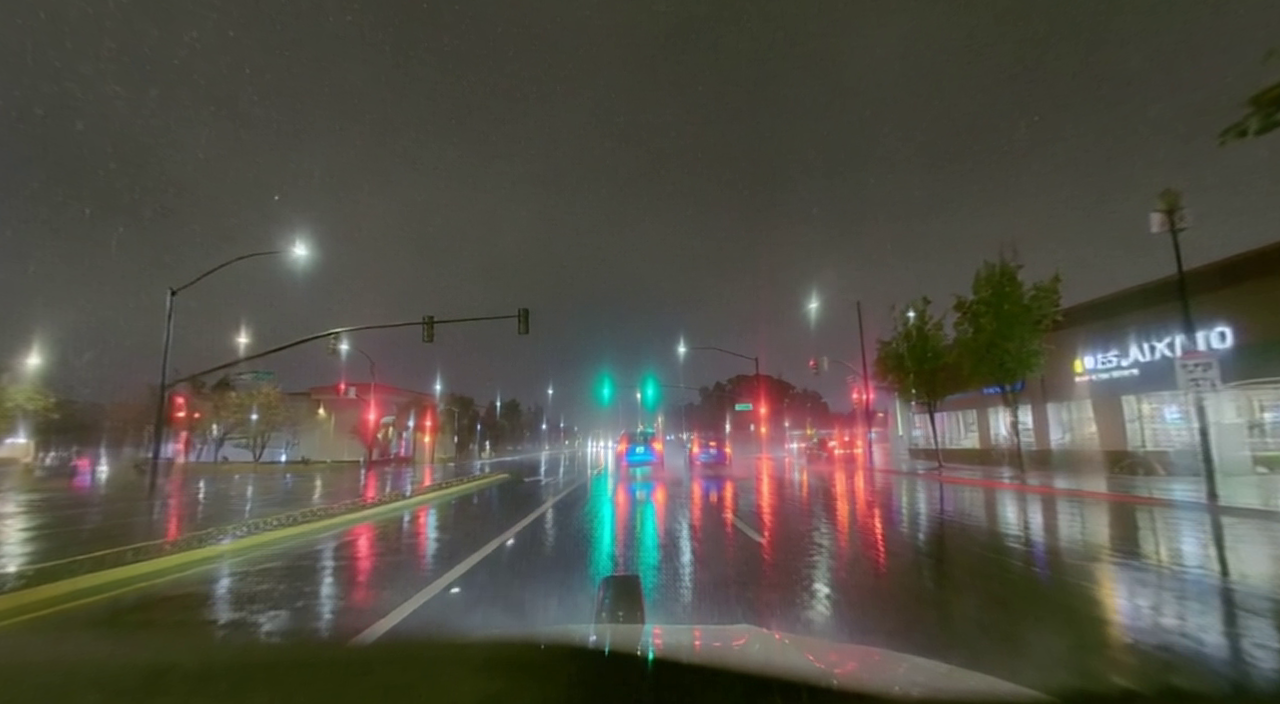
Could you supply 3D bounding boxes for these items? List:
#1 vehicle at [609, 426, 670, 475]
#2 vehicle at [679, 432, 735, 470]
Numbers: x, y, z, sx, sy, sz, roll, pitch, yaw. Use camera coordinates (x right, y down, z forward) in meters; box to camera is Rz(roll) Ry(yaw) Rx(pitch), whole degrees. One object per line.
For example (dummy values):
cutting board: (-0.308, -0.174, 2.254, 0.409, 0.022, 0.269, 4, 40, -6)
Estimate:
vehicle: (-0.099, 4.295, 27.730, 2.413, 1.939, 4.716, 0, -8, -2)
vehicle: (3.187, 4.835, 30.967, 2.107, 1.736, 4.228, 0, -8, -2)
